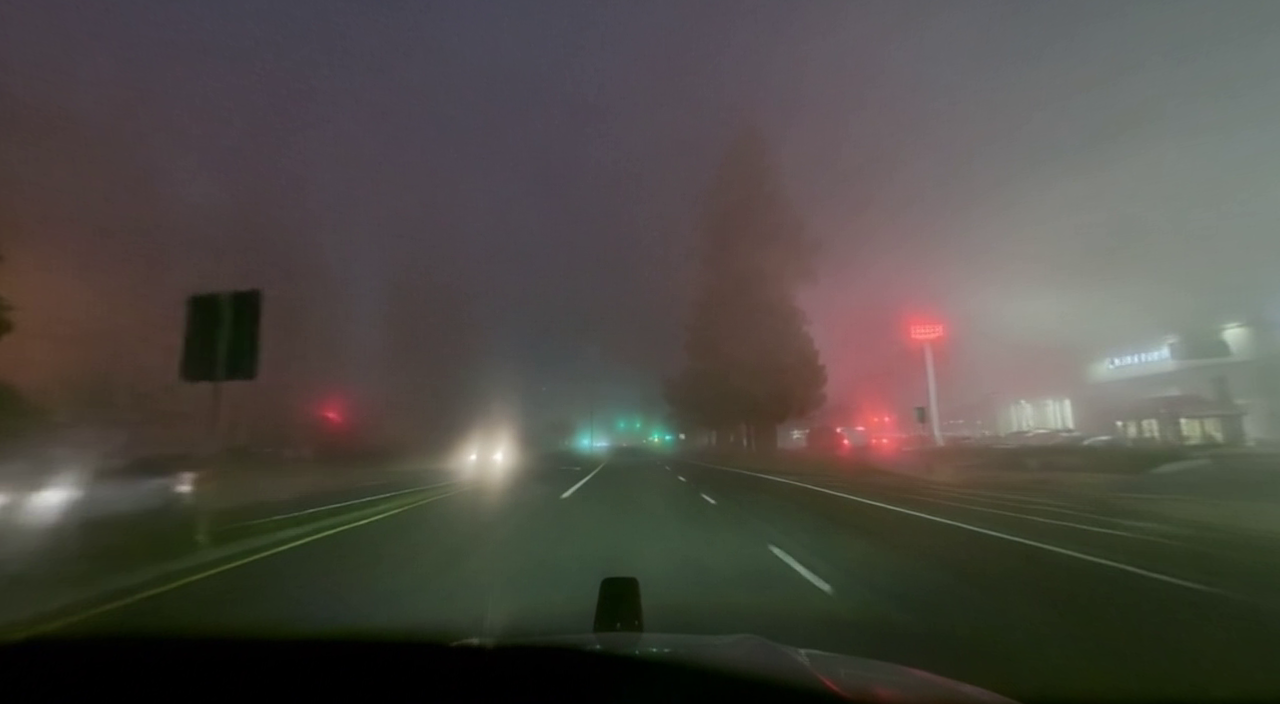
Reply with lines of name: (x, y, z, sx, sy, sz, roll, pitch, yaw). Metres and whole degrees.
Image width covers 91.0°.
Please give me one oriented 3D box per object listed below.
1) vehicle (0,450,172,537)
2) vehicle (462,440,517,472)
vehicle: (-12.178, 2.767, 12.863, 1.921, 1.490, 4.242, 0, -9, 0)
vehicle: (-8.527, 5.900, 36.071, 2.046, 1.700, 4.439, 0, -8, 1)
